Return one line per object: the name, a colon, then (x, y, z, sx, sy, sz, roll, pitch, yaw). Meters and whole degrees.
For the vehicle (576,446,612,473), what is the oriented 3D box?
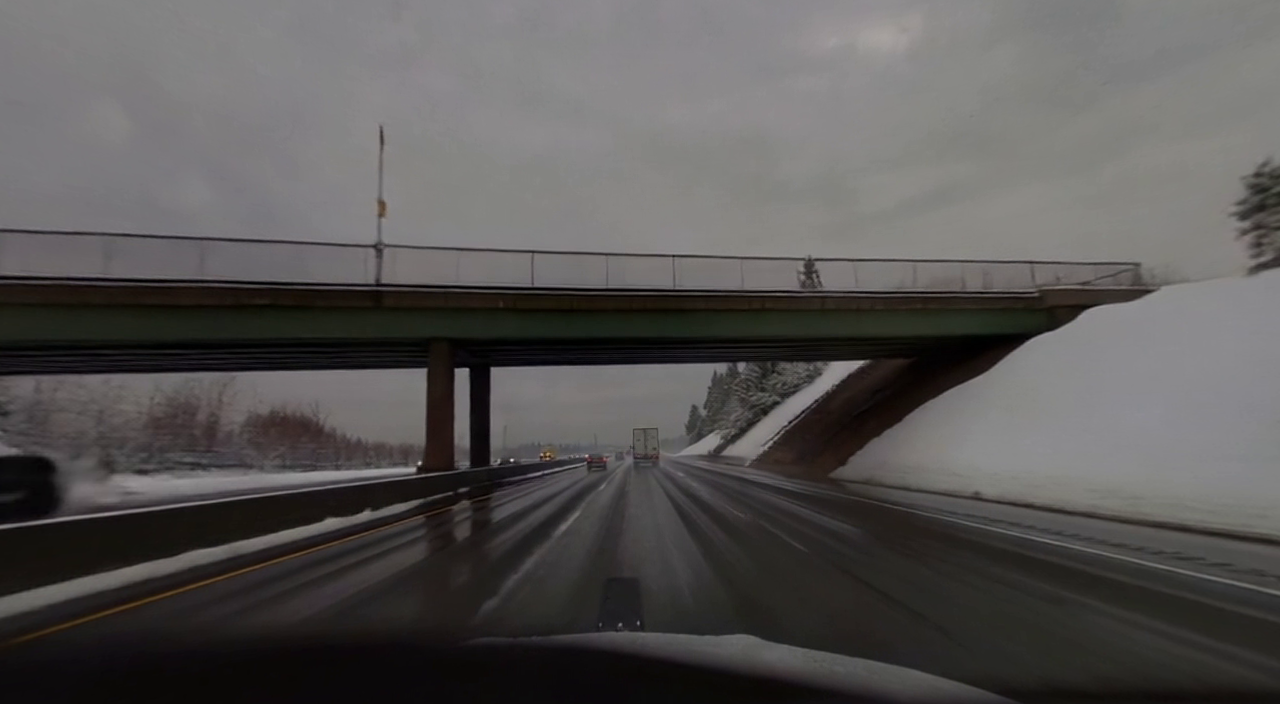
vehicle: (-2.920, 6.948, 40.879, 2.007, 1.647, 3.854, 0, -9, 0)

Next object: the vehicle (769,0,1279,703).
vehicle: (4.031, -0.131, 3.574, 3.131, 4.037, 16.729, 0, -9, 0)

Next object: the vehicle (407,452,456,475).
vehicle: (-15.185, 8.134, 46.259, 1.889, 1.591, 4.713, 0, -9, 1)
